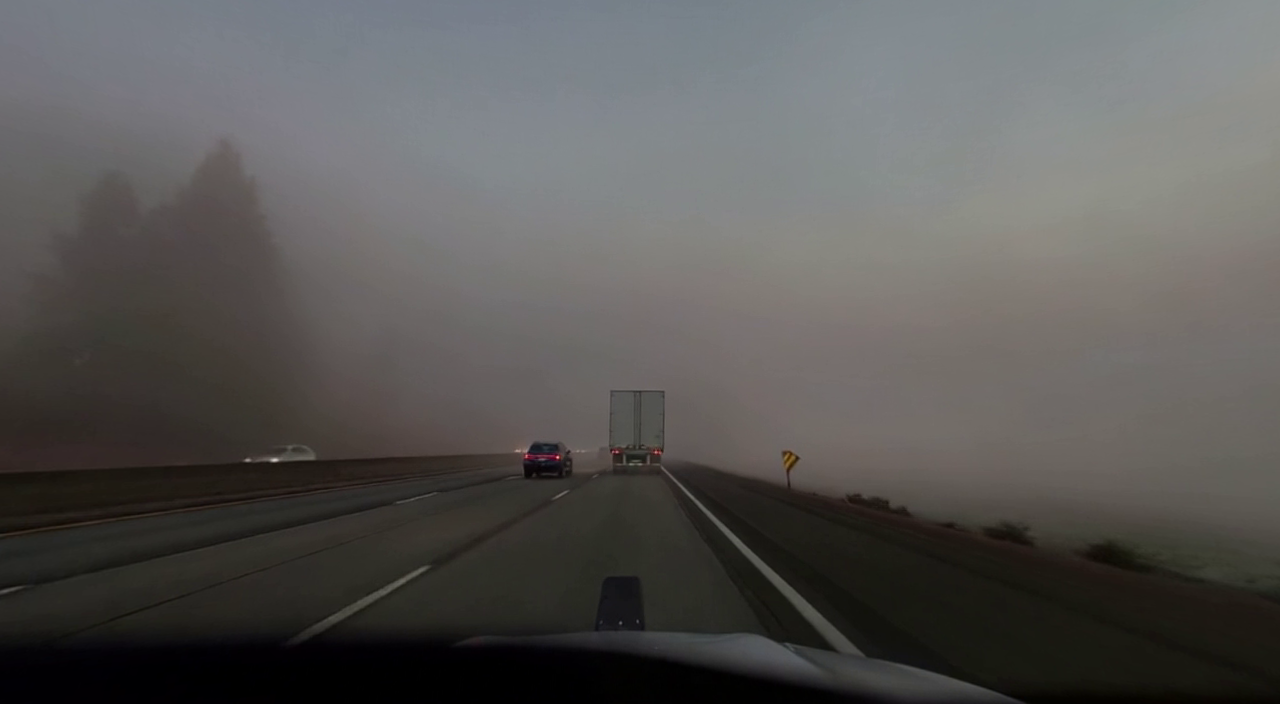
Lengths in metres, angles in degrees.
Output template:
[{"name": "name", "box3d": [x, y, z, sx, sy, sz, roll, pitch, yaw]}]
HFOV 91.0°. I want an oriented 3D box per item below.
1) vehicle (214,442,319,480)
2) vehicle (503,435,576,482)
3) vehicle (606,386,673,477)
[{"name": "vehicle", "box3d": [-21.534, 6.283, 36.748, 2.295, 1.987, 6.136, 0, -9, 1]}, {"name": "vehicle", "box3d": [-4.267, 4.618, 27.583, 2.285, 1.833, 4.984, 0, -9, 1]}, {"name": "vehicle", "box3d": [-0.004, 4.493, 34.587, 3.052, 4.132, 11.336, 0, -9, 0]}]
